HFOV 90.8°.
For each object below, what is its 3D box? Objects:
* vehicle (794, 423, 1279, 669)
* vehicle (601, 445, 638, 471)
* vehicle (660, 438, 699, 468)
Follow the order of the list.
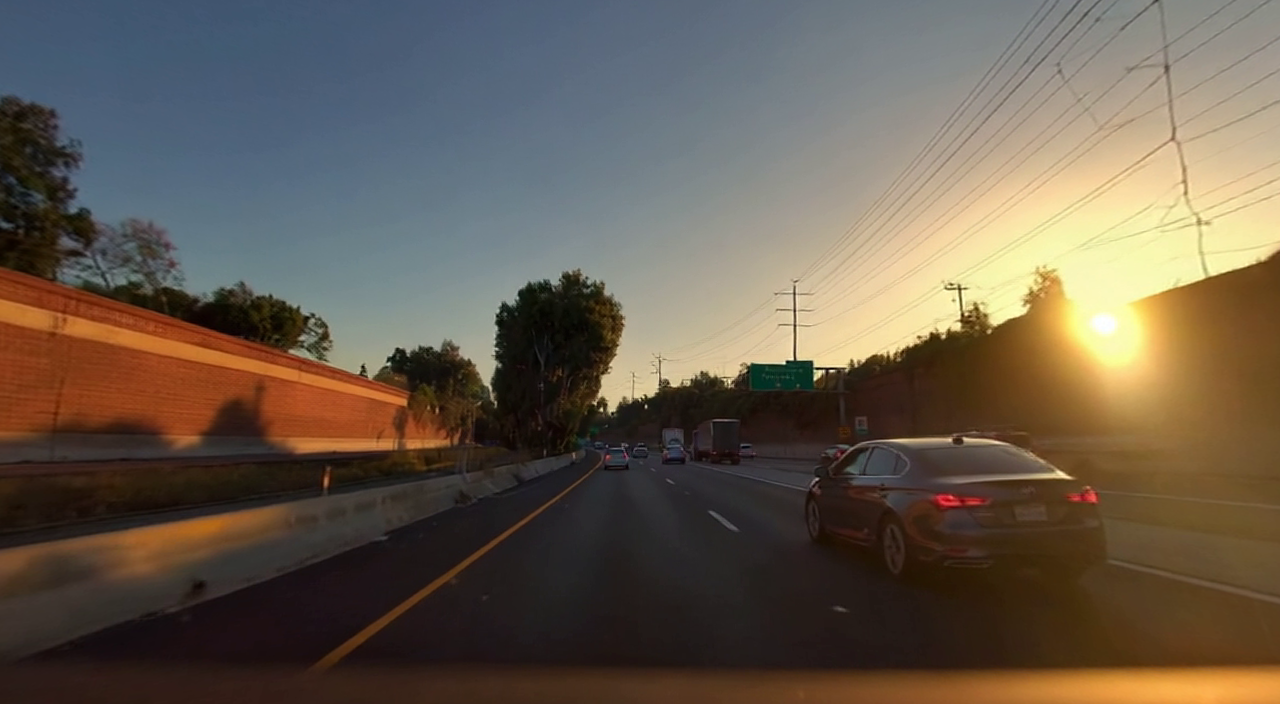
[{"bbox_3d":[2.998,1.489,5.987,1.922,1.465,4.165,0,-9,-2],"label":"vehicle"},{"bbox_3d":[-1.240,6.243,37.426,2.083,1.477,3.965,0,-9,-3],"label":"vehicle"},{"bbox_3d":[2.608,6.813,42.768,2.114,1.849,4.692,0,-9,-3],"label":"vehicle"}]
